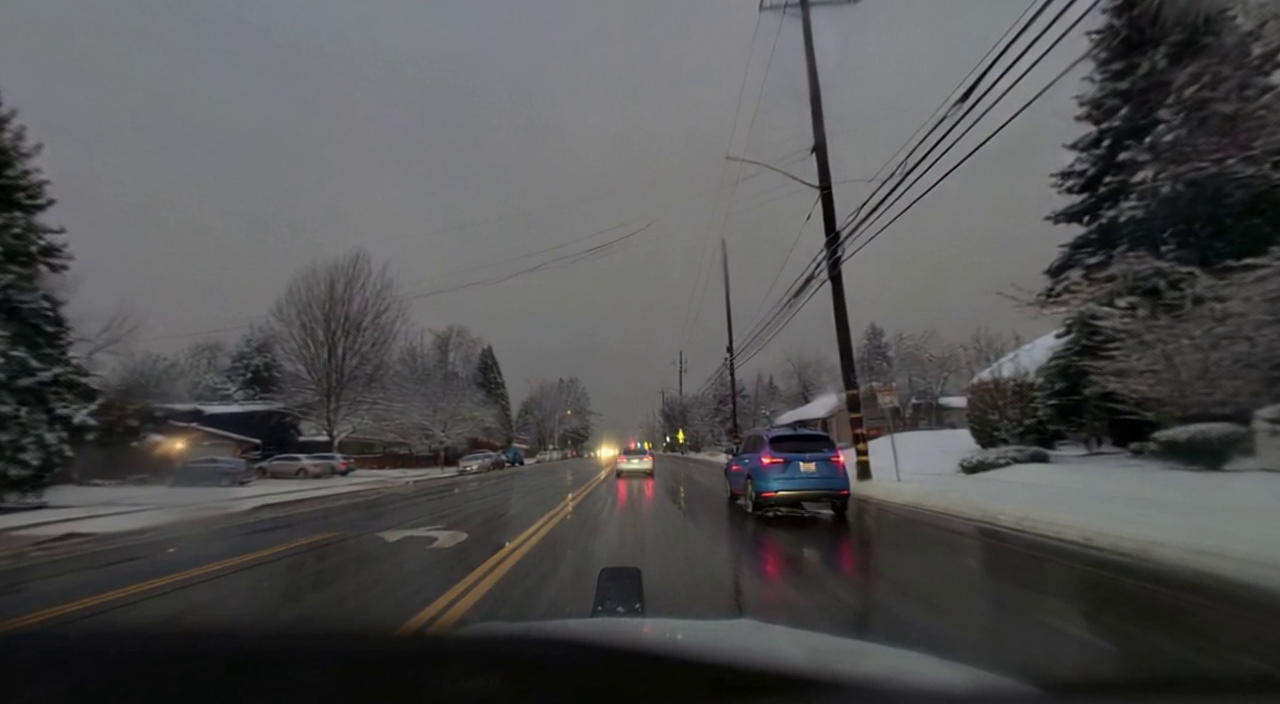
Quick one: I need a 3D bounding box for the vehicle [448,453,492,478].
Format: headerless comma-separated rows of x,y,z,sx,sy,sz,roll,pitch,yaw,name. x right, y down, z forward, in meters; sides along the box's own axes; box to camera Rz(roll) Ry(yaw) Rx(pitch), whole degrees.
-12.252,8.156,45.795,2.044,1.534,4.554,-1,-8,-2,vehicle

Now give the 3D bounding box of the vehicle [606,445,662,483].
-0.239,4.668,26.668,2.196,1.449,4.006,0,-8,0,vehicle

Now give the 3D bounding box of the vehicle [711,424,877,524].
3.028,2.531,13.716,2.200,1.763,4.676,1,-8,-3,vehicle

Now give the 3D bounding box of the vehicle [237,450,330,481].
-21.045,6.691,37.452,4.240,1.717,2.043,0,-8,-2,vehicle
